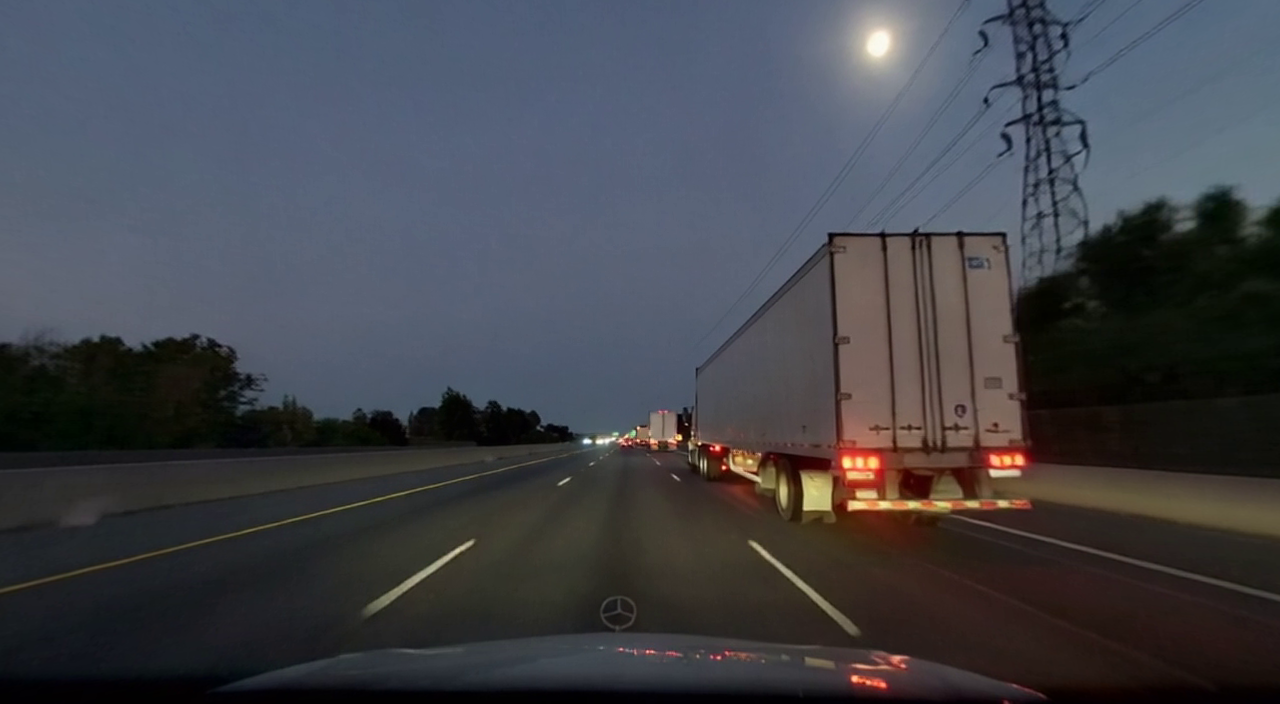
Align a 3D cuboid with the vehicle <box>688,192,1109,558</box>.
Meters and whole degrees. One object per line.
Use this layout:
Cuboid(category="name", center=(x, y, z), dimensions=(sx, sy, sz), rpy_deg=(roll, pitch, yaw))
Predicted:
Cuboid(category="vehicle", center=(3.341, 1.143, 14.048), dimensions=(2.905, 4.080, 14.157), rpy_deg=(0, -8, -2))
